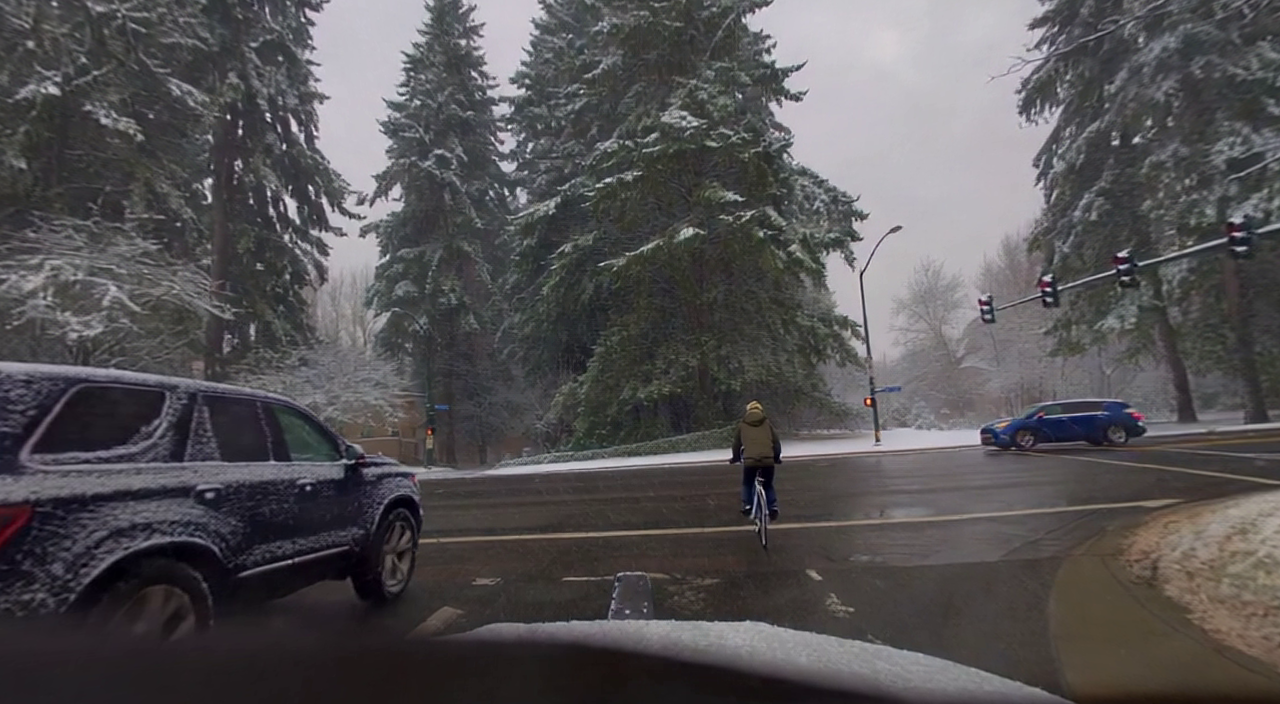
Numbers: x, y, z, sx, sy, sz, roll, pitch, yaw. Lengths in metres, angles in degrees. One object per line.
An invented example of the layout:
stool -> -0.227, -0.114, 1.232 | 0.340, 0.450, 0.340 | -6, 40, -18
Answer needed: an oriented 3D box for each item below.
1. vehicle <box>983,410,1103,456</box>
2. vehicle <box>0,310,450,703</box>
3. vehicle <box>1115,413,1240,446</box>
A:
vehicle -> 18.579, 3.762, 29.154 | 4.237, 1.948, 1.997 | 0, -9, -9
vehicle -> -2.971, 1.065, 4.026 | 2.049, 1.756, 4.602 | 0, -8, 0
vehicle -> 25.749, 3.743, 30.249 | 4.716, 1.507, 1.904 | 2, -9, -11
